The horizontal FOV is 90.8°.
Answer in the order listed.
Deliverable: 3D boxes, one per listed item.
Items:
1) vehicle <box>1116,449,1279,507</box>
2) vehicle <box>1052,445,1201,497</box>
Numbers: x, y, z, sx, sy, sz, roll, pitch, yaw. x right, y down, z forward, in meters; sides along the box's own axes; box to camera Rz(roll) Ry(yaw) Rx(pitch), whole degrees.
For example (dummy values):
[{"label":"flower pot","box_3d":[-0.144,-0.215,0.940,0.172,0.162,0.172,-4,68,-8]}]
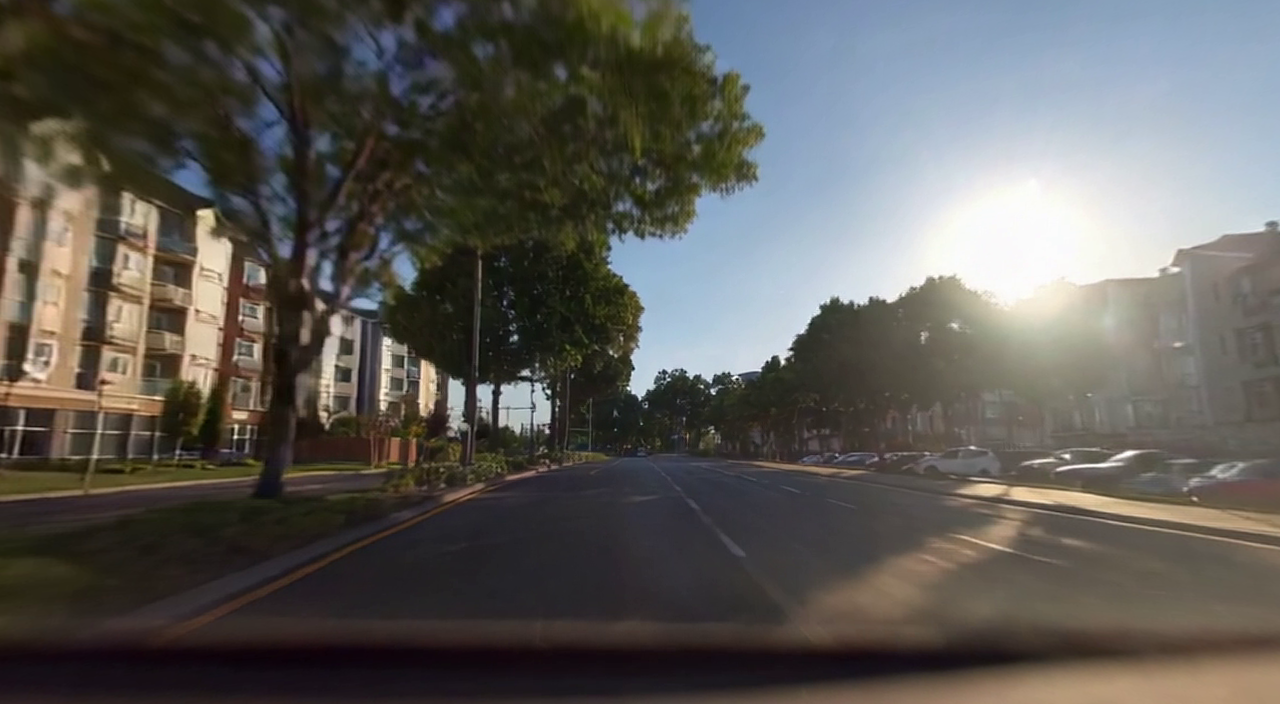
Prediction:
[{"label":"vehicle","box_3d":[16.682,3.696,18.880,4.239,1.470,2.231,4,-11,-29]},{"label":"vehicle","box_3d":[16.847,4.047,21.891,4.392,1.612,2.223,4,-9,-25]}]
